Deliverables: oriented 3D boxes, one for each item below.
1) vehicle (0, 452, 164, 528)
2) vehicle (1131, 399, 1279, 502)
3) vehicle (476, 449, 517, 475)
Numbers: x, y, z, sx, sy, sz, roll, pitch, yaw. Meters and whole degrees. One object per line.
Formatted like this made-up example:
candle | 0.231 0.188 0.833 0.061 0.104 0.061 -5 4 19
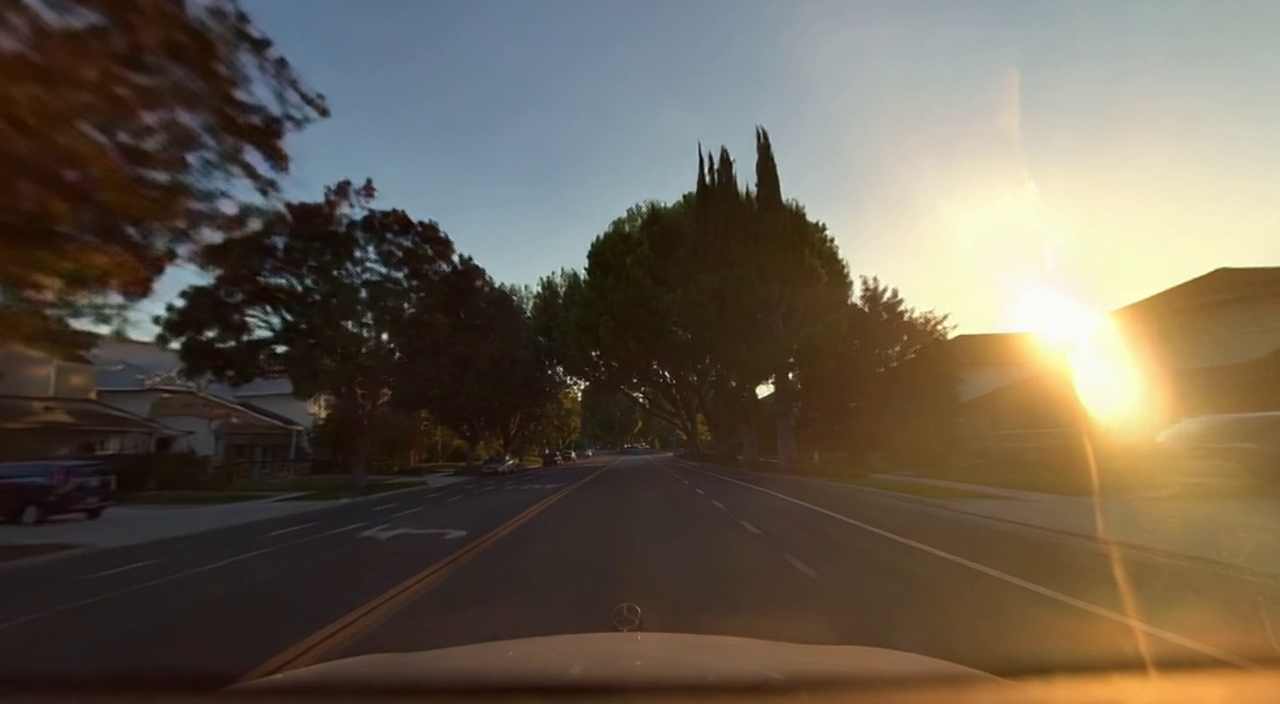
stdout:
vehicle | -15.676 3.527 16.476 4.859 1.780 2.031 -1 -9 3
vehicle | 11.946 1.777 11.519 4.392 1.685 1.959 0 -9 -4
vehicle | -10.743 8.222 47.442 1.989 1.610 4.337 -5 -8 0
